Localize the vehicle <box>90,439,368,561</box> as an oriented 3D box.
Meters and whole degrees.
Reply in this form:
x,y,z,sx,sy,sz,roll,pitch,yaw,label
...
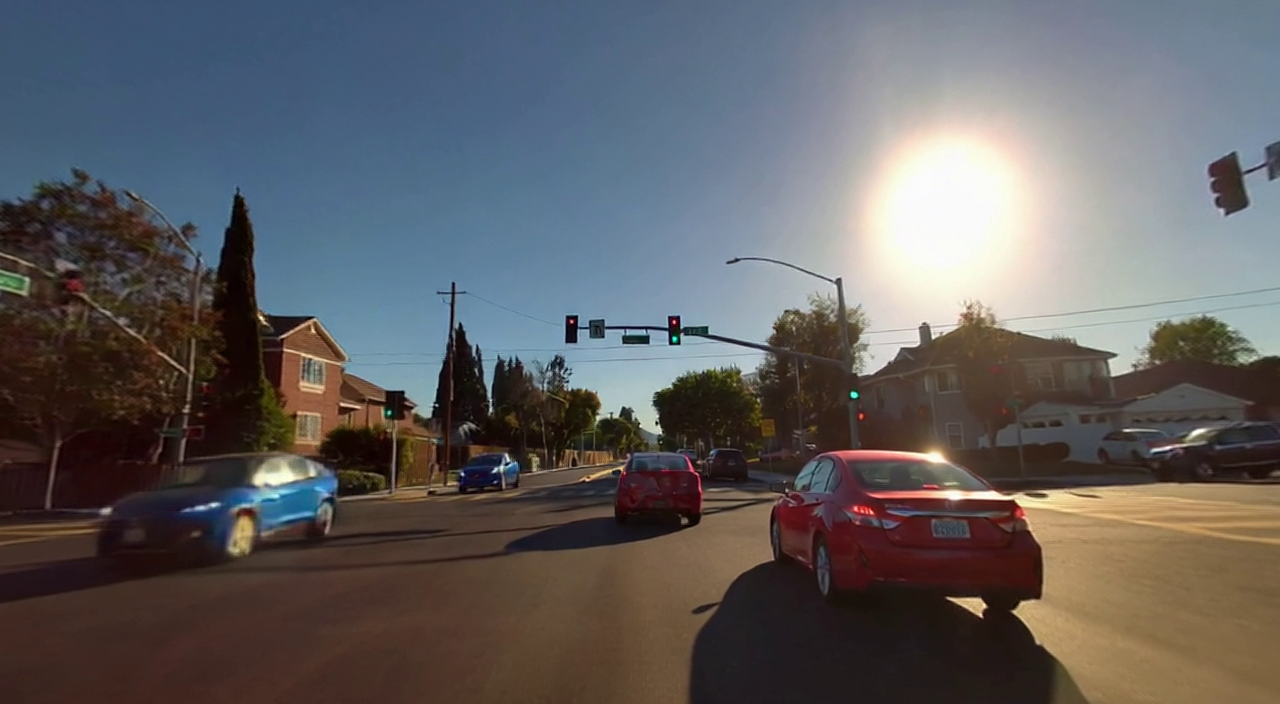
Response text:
x,y,z,sx,sy,sz,roll,pitch,yaw,label
-6.713,2.404,11.053,1.982,1.686,4.195,0,-8,0,vehicle

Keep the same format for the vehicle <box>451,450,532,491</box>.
x,y,z,sx,sy,sz,roll,pitch,yaw,label
-6.492,5.230,28.296,2.270,1.605,4.958,-1,-8,2,vehicle

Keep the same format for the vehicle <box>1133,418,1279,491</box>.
x,y,z,sx,sy,sz,roll,pitch,yaw,label
15.870,2.614,16.239,4.452,1.711,2.186,0,-8,1,vehicle

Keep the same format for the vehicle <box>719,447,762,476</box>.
x,y,z,sx,sy,sz,roll,pitch,yaw,label
5.842,6.408,37.212,1.891,1.611,4.269,0,-8,1,vehicle
